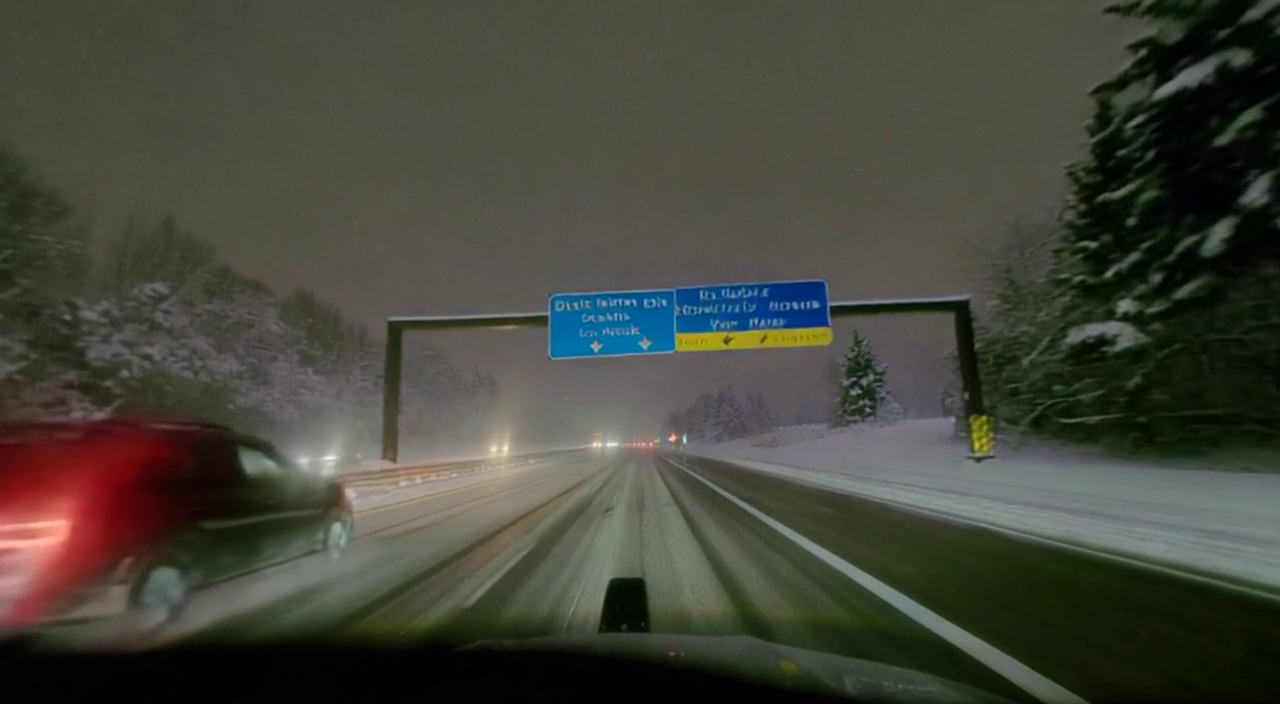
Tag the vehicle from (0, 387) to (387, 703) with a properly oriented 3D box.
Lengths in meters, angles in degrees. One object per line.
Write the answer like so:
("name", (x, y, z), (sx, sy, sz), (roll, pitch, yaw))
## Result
("vehicle", (-3.833, 1.212, 4.693), (2.051, 1.531, 4.250), (0, -8, 1))
